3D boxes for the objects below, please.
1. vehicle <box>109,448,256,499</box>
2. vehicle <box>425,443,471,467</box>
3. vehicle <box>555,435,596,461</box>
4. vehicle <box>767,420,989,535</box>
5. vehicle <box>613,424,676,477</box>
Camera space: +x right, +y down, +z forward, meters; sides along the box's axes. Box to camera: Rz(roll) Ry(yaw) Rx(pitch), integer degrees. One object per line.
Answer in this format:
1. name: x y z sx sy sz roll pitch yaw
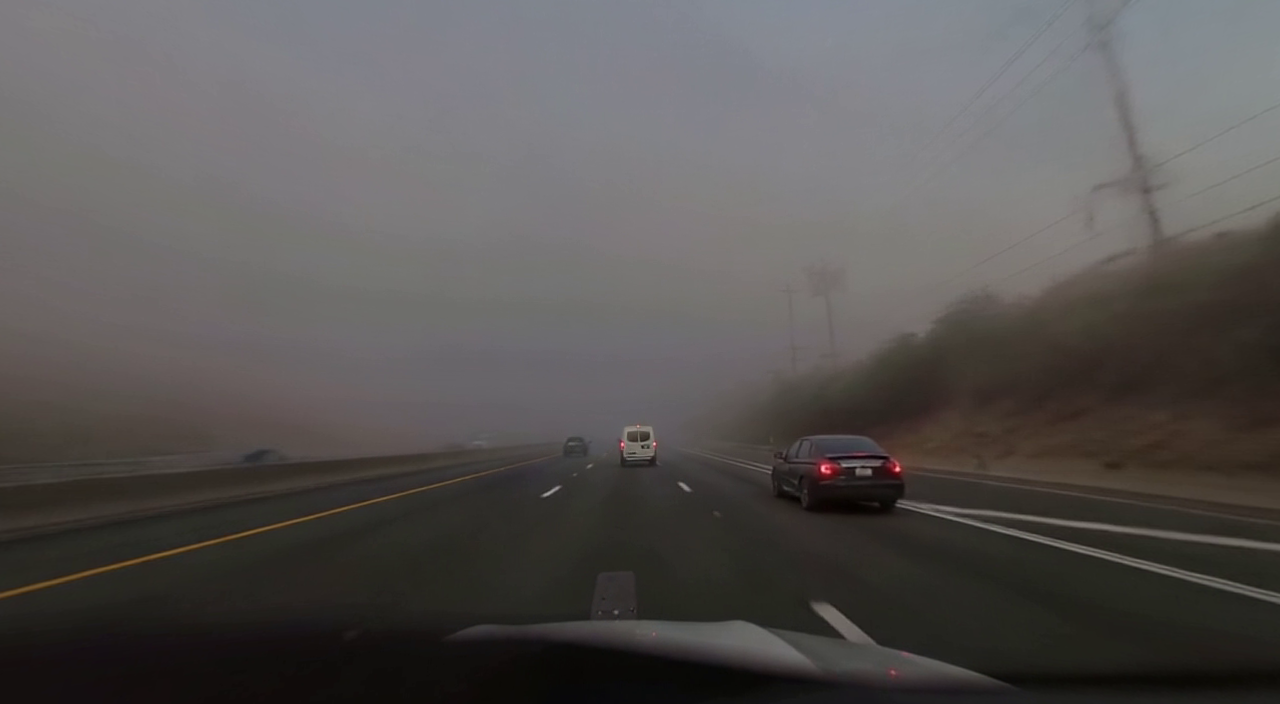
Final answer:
1. vehicle: -15.456 4.077 21.627 1.940 1.466 4.157 0 -8 -1
2. vehicle: -12.222 6.556 40.350 1.904 1.452 3.703 0 -7 -2
3. vehicle: -3.957 5.991 39.501 2.093 1.517 4.648 0 -8 0
4. vehicle: 3.757 2.043 11.061 1.923 1.562 4.691 0 -8 -2
5. vehicle: 0.105 3.658 23.732 2.159 1.811 4.238 0 -8 -1
